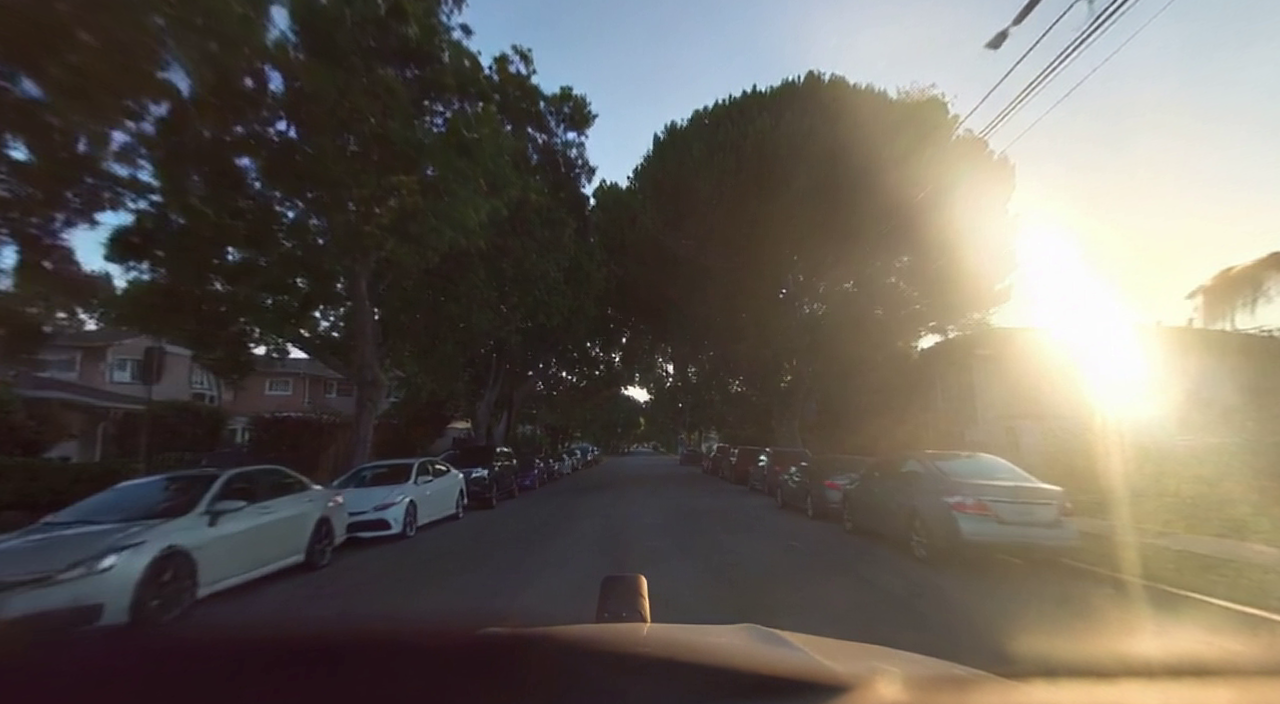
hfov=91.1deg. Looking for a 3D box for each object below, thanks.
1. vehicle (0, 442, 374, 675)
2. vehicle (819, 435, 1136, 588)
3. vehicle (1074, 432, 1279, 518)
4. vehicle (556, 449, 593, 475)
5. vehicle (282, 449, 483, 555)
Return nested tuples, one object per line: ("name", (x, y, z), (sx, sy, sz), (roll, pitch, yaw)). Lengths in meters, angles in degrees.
("vehicle", (-4.556, 1.773, 6.530), (1.870, 1.562, 4.212), (-2, -8, -2))
("vehicle", (4.047, 1.961, 8.602), (1.862, 1.525, 4.421), (0, -9, 0))
("vehicle", (11.144, 2.392, 12.630), (1.968, 1.446, 3.961), (0, -9, 1))
("vehicle", (-4.366, 7.408, 42.361), (2.013, 1.645, 4.318), (0, -9, 0))
("vehicle", (-4.435, 2.604, 11.735), (1.920, 1.501, 4.552), (-1, -8, -1))
